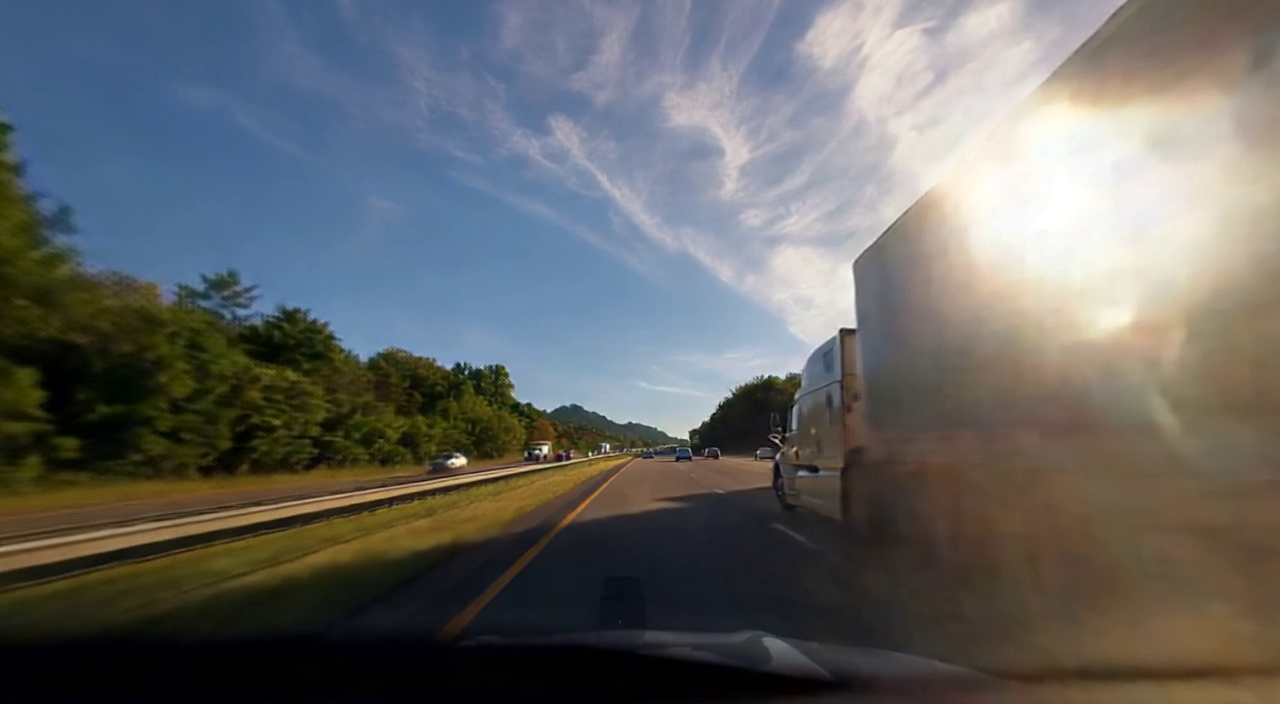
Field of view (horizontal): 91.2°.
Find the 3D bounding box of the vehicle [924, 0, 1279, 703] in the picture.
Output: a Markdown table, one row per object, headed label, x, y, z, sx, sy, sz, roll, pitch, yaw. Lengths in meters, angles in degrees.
| label | x | y | z | sx | sy | sz | roll | pitch | yaw |
| --- | --- | --- | --- | --- | --- | --- | --- | --- | --- |
| vehicle | 3.984 | -0.563 | 0.442 | 3.025 | 4.010 | 9.542 | 0 | -9 | 0 |
